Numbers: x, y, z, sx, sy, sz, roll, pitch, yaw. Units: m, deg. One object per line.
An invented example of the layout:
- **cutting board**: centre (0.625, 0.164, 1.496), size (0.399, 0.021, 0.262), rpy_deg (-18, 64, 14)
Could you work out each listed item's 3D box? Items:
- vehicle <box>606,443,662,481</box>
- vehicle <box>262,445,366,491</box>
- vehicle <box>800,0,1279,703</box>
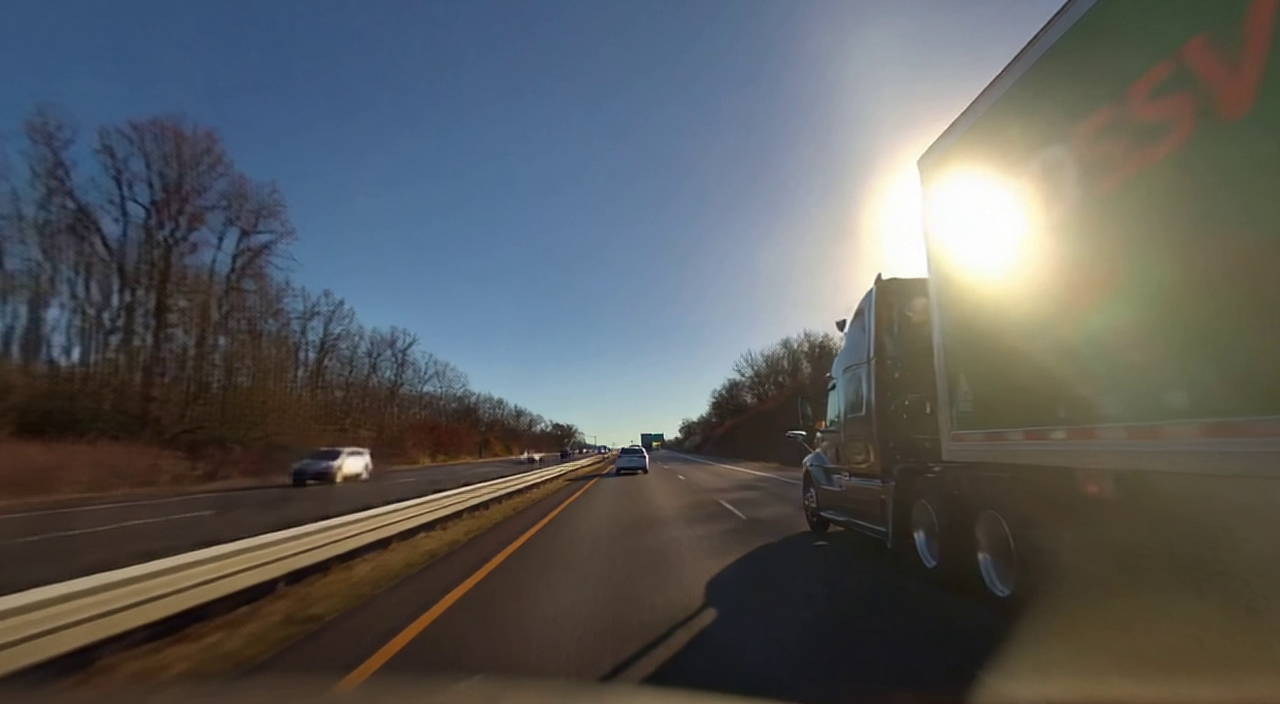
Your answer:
- **vehicle**: centre (-0.284, 4.751, 27.276), size (2.244, 1.506, 4.097), rpy_deg (0, -9, -1)
- **vehicle**: centre (-13.386, 4.765, 26.078), size (1.995, 1.693, 4.326), rpy_deg (0, -9, 0)
- **vehicle**: centre (4.421, -0.299, 3.154), size (3.317, 4.020, 14.141), rpy_deg (0, -9, -1)
